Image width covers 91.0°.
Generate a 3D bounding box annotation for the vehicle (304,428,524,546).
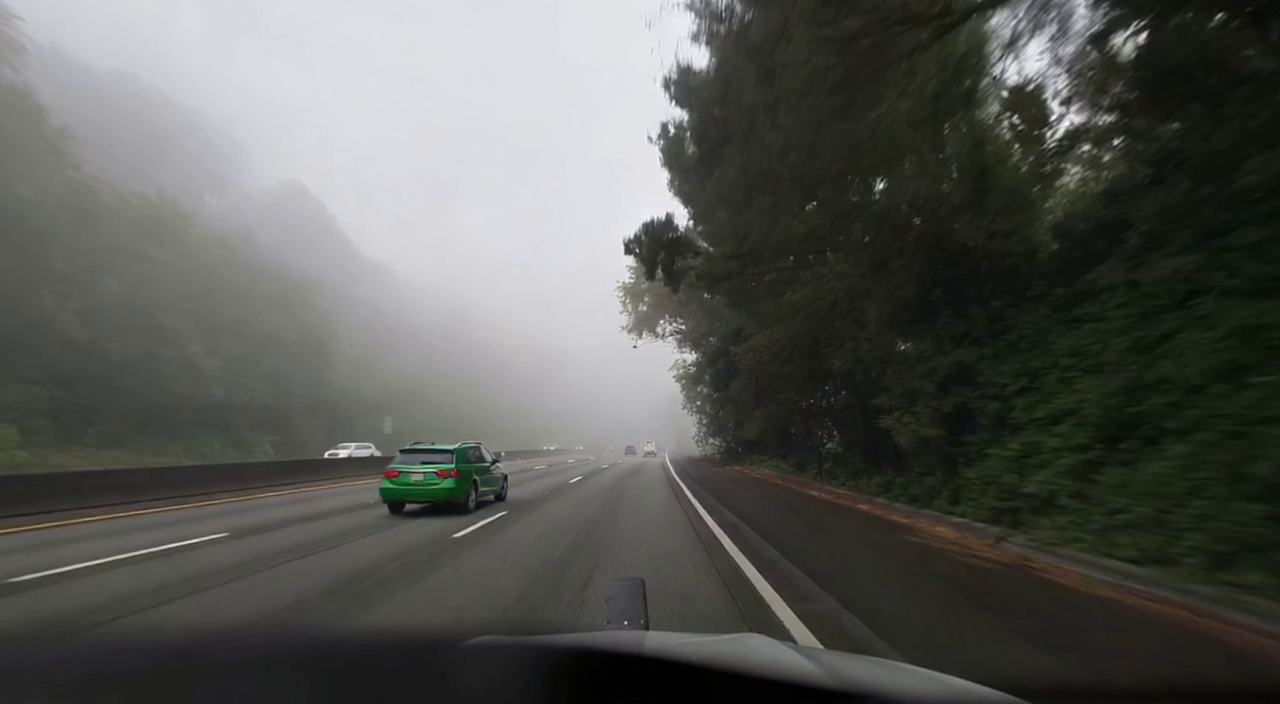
[{"bbox_3d":[-3.438,2.125,10.682,2.015,1.561,4.469,0,-8,1],"label":"vehicle"}]
